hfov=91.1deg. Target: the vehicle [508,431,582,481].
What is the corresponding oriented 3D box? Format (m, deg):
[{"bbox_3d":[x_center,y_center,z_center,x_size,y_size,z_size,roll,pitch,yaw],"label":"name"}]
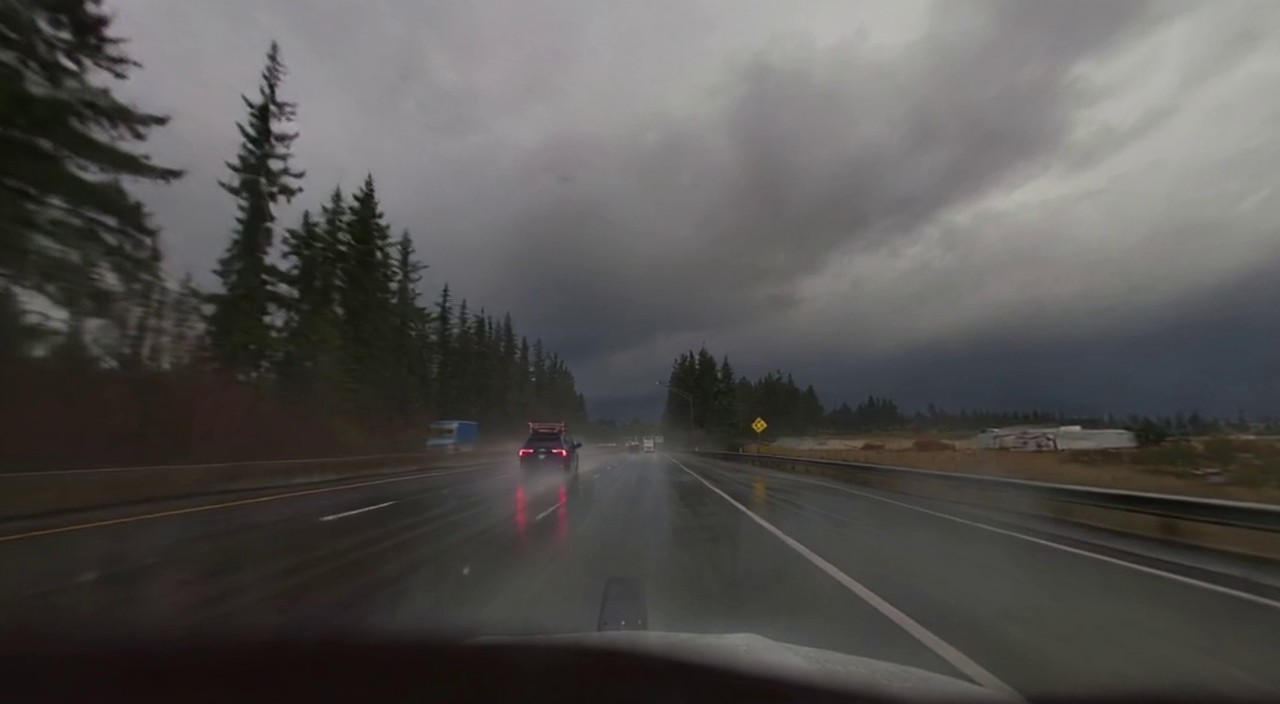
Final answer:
[{"bbox_3d":[-3.583,4.024,24.625,2.084,1.752,4.479,-1,-8,2],"label":"vehicle"}]
